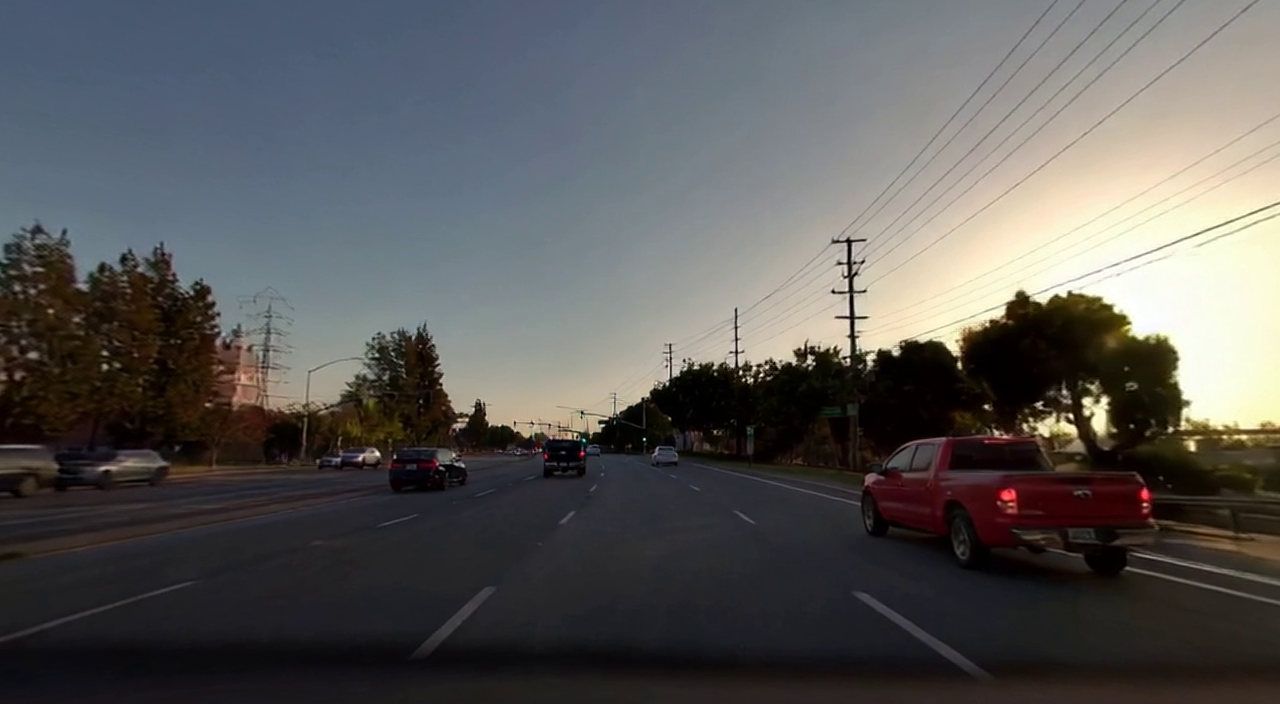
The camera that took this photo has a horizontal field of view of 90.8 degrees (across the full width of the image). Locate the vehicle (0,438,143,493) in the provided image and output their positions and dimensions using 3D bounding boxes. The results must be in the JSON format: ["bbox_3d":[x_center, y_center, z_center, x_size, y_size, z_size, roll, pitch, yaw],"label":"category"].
[{"bbox_3d":[-28.535,5.366,29.895,2.960,2.287,8.741,-1,-10,0],"label":"vehicle"}]

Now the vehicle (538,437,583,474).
[{"bbox_3d":[-4.701,6.176,37.912,2.467,1.991,6.089,1,-9,-6],"label":"vehicle"}]

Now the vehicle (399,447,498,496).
[{"bbox_3d":[-6.430,4.042,21.854,2.035,1.497,4.723,0,-8,-1],"label":"vehicle"}]

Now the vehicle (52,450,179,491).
[{"bbox_3d":[-24.165,5.425,29.408,1.915,1.689,4.640,0,-8,0],"label":"vehicle"}]

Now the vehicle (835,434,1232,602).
[{"bbox_3d":[4.150,1.788,7.843,1.840,1.428,4.602,0,-8,-2],"label":"vehicle"}]

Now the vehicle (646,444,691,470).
[{"bbox_3d":[1.614,6.268,37.901,2.071,1.435,4.226,1,-9,-6],"label":"vehicle"}]

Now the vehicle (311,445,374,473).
[{"bbox_3d":[-21.283,7.650,45.457,2.071,1.925,5.206,0,-8,-1],"label":"vehicle"}]
